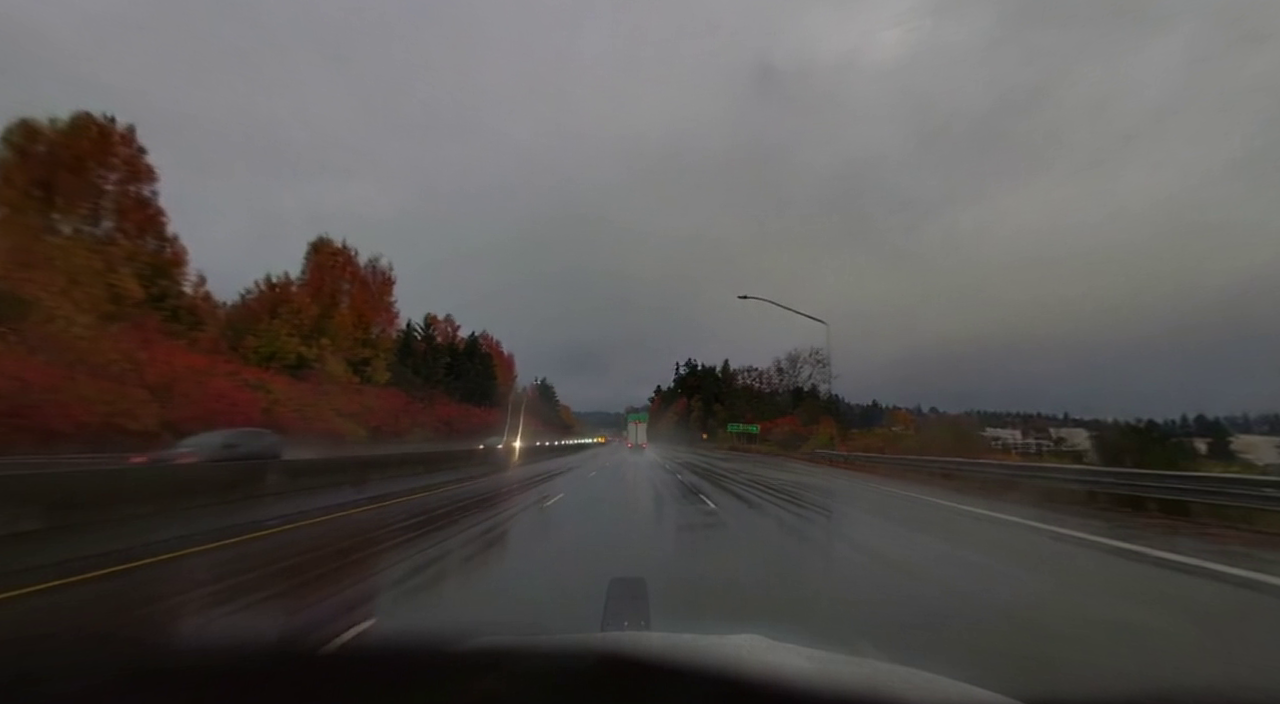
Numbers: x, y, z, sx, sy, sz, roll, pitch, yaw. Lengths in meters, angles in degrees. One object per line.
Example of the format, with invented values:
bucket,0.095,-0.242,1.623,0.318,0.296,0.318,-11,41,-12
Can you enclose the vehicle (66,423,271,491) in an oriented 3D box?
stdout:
vehicle,-11.754,2.641,16.161,1.871,1.495,4.368,0,-8,0
